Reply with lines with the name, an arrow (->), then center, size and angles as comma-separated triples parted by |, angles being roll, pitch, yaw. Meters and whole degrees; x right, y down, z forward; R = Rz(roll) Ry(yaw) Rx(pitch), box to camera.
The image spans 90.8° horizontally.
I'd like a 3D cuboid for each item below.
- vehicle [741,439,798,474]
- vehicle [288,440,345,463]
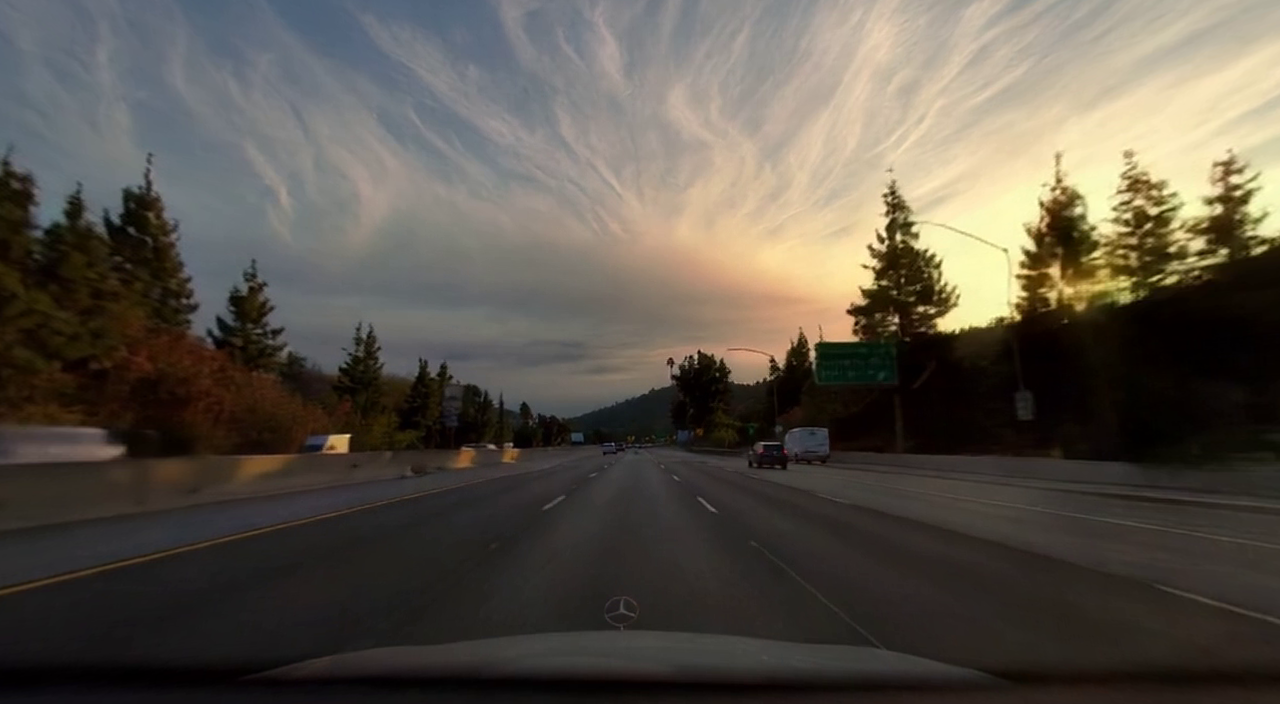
vehicle -> 6.789, 5.533, 33.519 | 2.081, 1.705, 3.926 | 0, -9, -1
vehicle -> -25.248, 7.823, 49.541 | 1.928, 1.692, 4.781 | 0, -9, 0
